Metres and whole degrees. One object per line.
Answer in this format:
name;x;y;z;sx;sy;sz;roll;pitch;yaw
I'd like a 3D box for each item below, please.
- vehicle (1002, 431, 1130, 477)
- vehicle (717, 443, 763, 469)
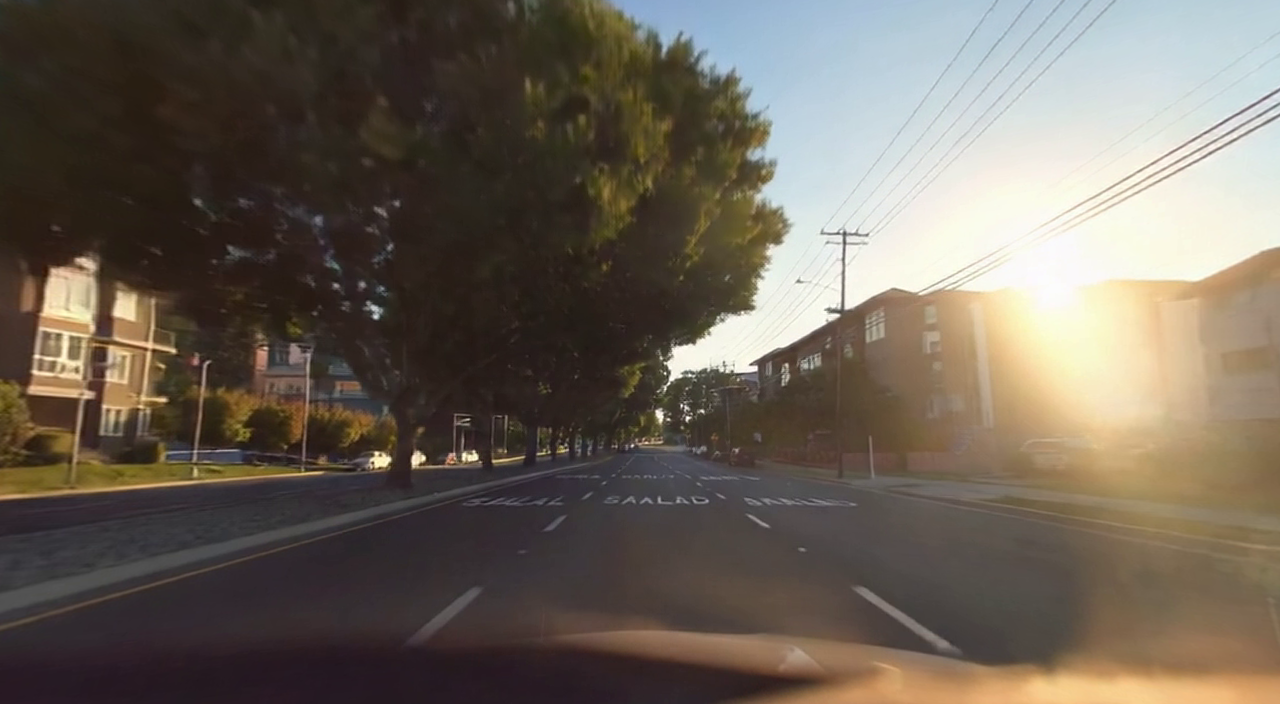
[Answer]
vehicle;17.682;4.257;26.511;1.960;1.725;4.616;0;-8;-3
vehicle;7.699;8.050;49.141;2.747;1.938;4.708;0;-8;-1
